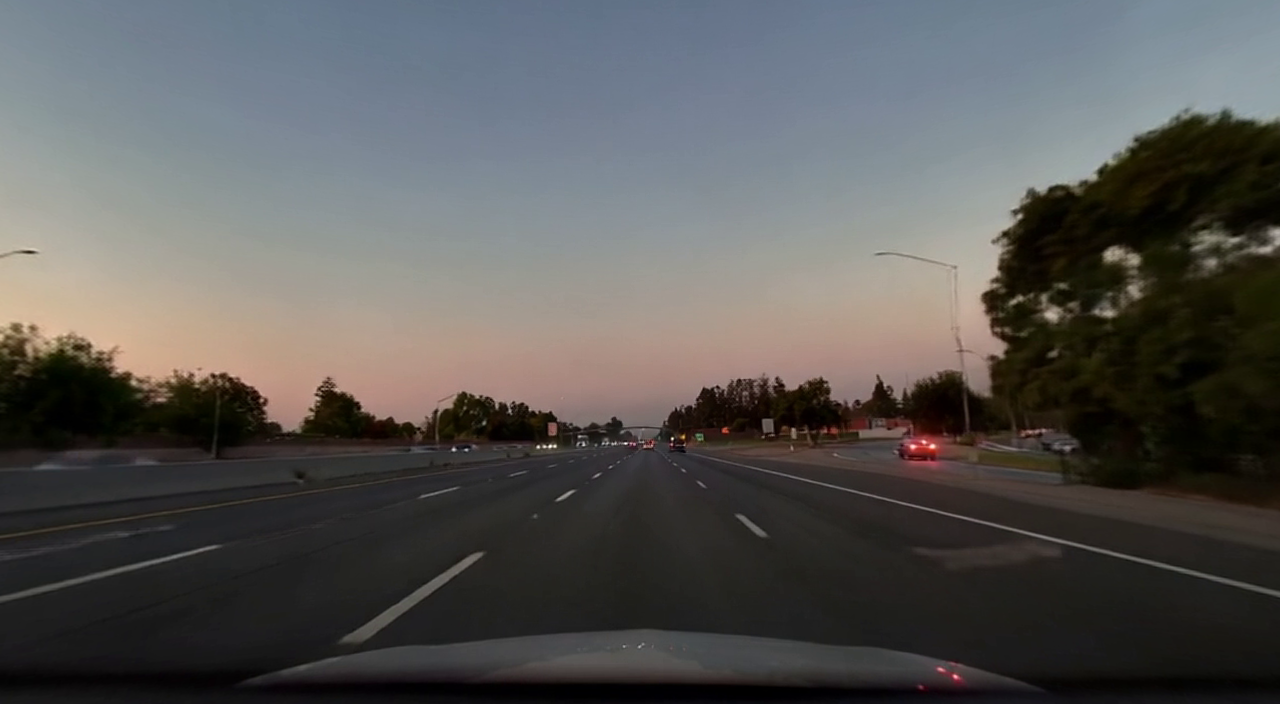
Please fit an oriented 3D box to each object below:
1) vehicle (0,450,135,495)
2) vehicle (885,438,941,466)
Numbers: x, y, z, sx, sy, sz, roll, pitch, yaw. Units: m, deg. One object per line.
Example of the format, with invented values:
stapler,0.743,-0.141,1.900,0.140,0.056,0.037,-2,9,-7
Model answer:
vehicle,-21.788,4.420,23.563,2.091,1.477,4.434,0,-8,1
vehicle,17.588,6.459,40.867,2.039,1.658,4.457,-1,-8,6
